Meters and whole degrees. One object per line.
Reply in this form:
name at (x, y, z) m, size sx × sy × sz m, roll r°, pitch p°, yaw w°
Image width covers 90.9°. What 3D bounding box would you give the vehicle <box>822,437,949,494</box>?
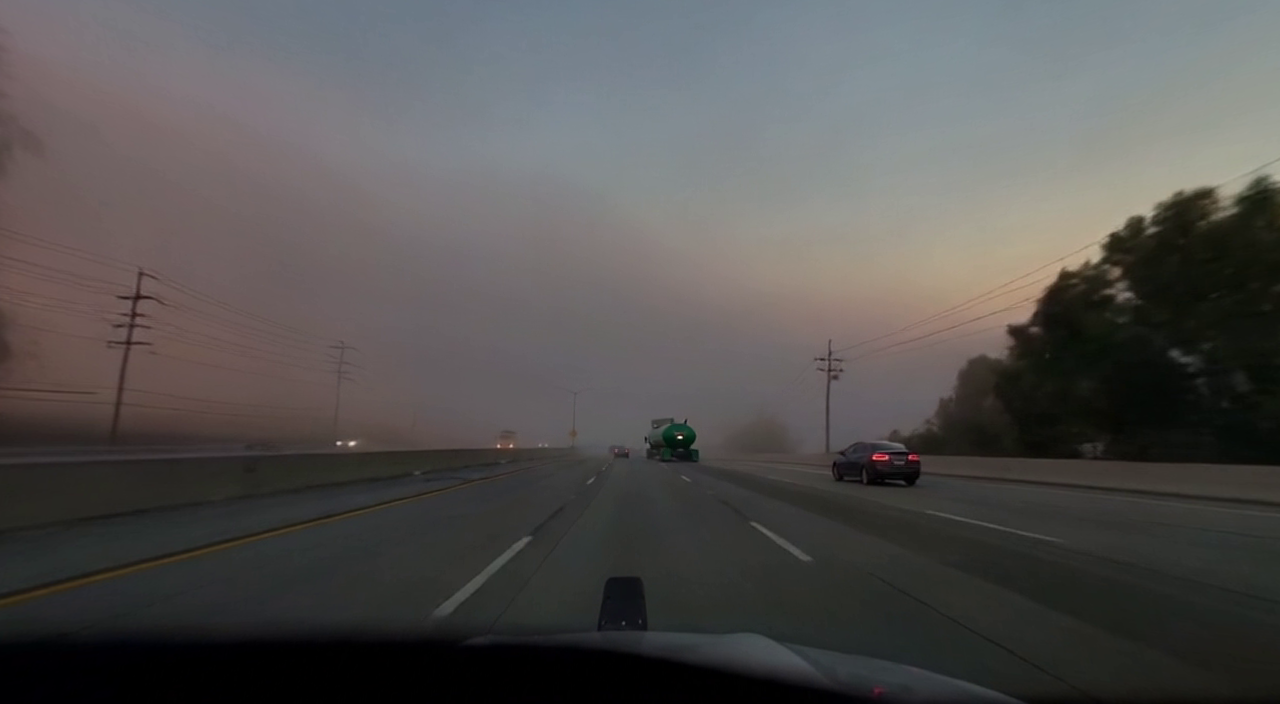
vehicle at (7.176, 3.352, 19.045) m, size 1.905 × 1.480 × 4.624 m, roll 0°, pitch -8°, yaw -1°
